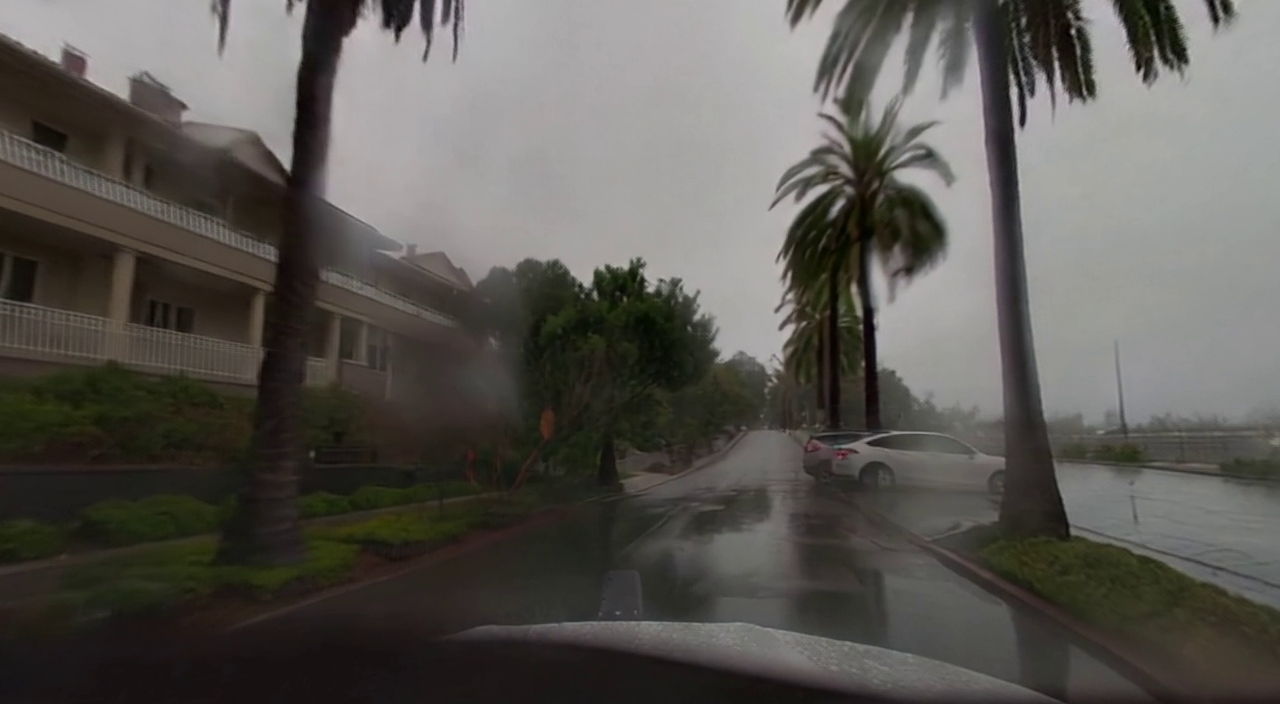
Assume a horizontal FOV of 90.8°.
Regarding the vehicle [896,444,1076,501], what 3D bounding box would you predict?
[{"bbox_3d":[9.739,3.418,18.210,4.195,1.446,1.979,-2,-10,18],"label":"vehicle"}]
